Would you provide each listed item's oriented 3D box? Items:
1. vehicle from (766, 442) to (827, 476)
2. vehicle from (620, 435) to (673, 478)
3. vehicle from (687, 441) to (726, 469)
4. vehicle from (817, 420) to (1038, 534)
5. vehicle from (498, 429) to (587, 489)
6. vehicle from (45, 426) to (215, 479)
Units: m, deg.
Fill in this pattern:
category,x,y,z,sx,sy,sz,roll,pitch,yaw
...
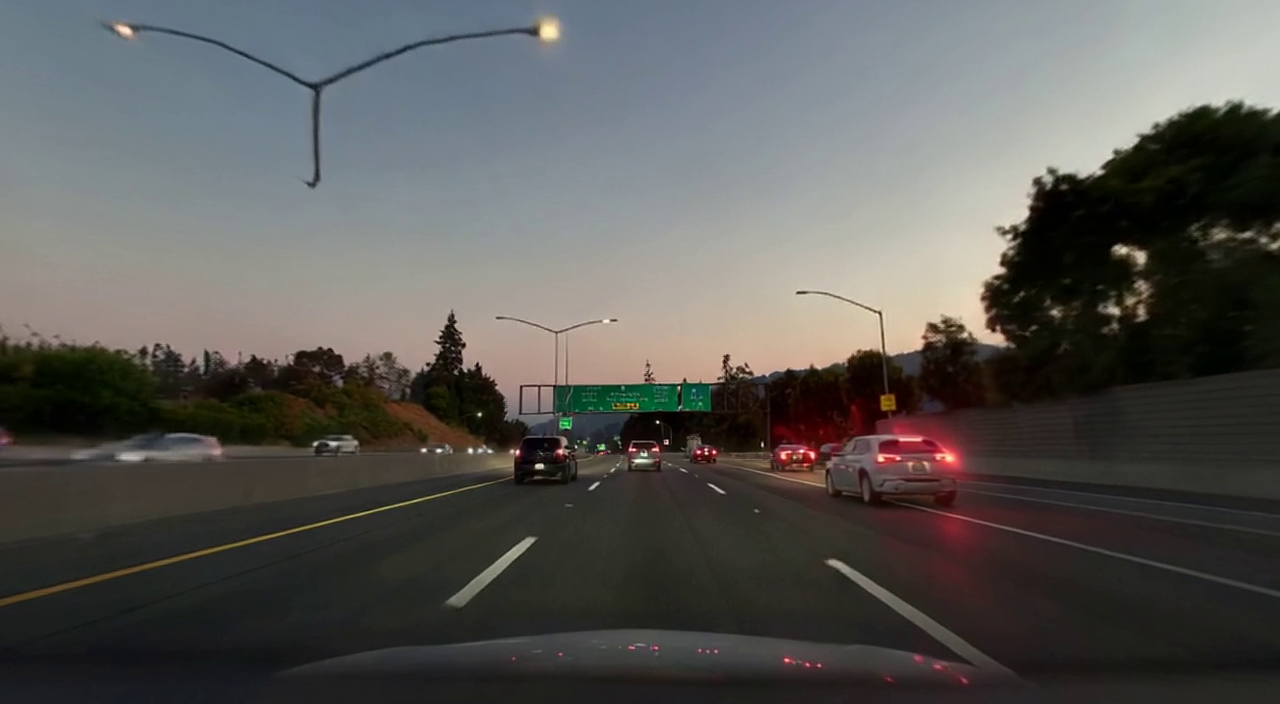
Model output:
category,x,y,z,sx,sy,sz,roll,pitch,yaw
vehicle,7.766,5.334,31.621,1.989,1.569,3.964,1,-9,-1
vehicle,0.271,4.576,27.728,2.181,1.728,3.970,0,-9,0
vehicle,4.237,6.676,41.050,2.022,1.682,4.226,0,-9,-1
vehicle,4.975,2.233,11.850,2.041,1.669,4.712,0,-9,2
vehicle,-3.169,3.621,21.561,2.199,1.777,4.790,0,-9,1
vehicle,-18.285,3.649,22.985,2.019,1.714,4.907,0,-9,1
